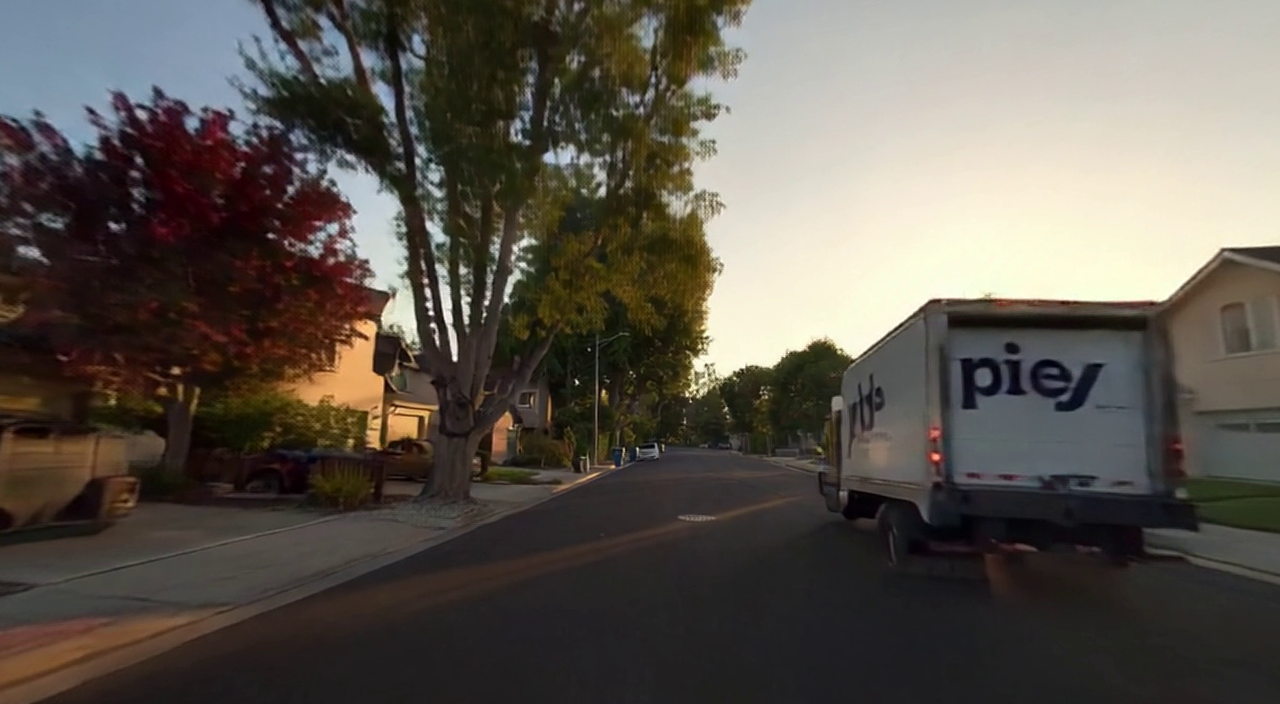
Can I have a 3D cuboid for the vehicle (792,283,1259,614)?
[{"bbox_3d":[4.400,1.414,9.672,2.924,3.018,7.600,-1,-9,6],"label":"vehicle"}]
